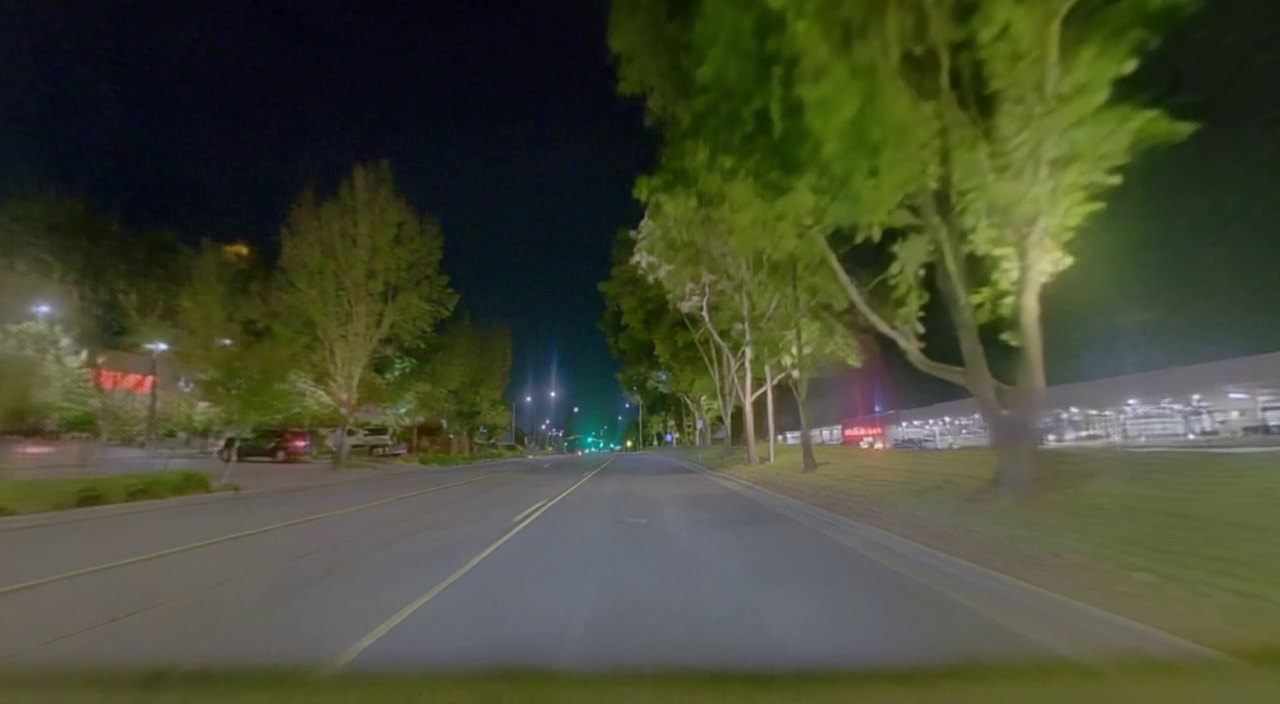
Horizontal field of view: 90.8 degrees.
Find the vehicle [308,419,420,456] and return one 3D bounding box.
[{"bbox_3d":[-19.859,6.193,45.741,6.919,2.613,2.356,1,-9,-5],"label":"vehicle"}]

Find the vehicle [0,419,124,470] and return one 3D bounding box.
[{"bbox_3d":[-18.473,2.791,19.030,4.238,1.459,1.753,0,-9,0],"label":"vehicle"}]

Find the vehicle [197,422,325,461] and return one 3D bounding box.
[{"bbox_3d":[-19.466,4.636,32.651,5.109,1.891,2.206,0,-9,-1],"label":"vehicle"}]
